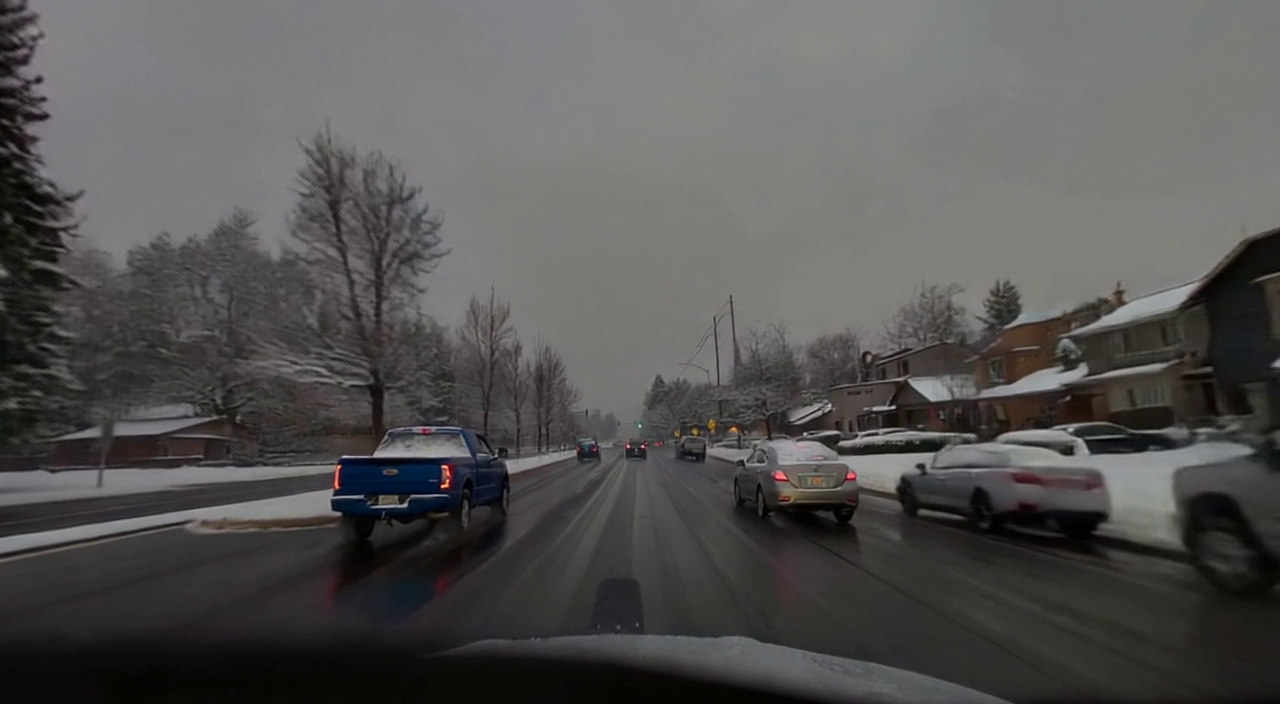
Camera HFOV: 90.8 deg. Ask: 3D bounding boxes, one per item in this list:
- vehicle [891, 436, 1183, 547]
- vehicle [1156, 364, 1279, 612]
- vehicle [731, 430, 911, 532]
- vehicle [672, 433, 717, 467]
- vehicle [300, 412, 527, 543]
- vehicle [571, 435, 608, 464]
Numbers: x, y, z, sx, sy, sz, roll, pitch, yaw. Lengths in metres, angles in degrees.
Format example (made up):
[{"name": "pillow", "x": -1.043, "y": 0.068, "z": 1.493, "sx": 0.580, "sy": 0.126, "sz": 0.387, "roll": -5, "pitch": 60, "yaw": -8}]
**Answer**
[{"name": "vehicle", "x": 6.267, "y": 2.220, "z": 10.841, "sx": 1.940, "sy": 1.445, "sz": 4.629, "roll": -1, "pitch": -9, "yaw": -1}, {"name": "vehicle", "x": 6.315, "y": 0.936, "z": 3.998, "sx": 2.012, "sy": 2.032, "sz": 4.728, "roll": -1, "pitch": -8, "yaw": 0}, {"name": "vehicle", "x": 2.969, "y": 2.204, "z": 11.417, "sx": 1.884, "sy": 1.463, "sz": 4.195, "roll": 0, "pitch": -8, "yaw": -2}, {"name": "vehicle", "x": 3.125, "y": 5.747, "z": 37.147, "sx": 2.099, "sy": 1.845, "sz": 4.363, "roll": 0, "pitch": -8, "yaw": -2}, {"name": "vehicle", "x": -3.547, "y": 2.090, "z": 11.258, "sx": 2.111, "sy": 1.745, "sz": 5.274, "roll": -1, "pitch": -8, "yaw": 0}, {"name": "vehicle", "x": -3.456, "y": 6.750, "z": 43.831, "sx": 2.218, "sy": 1.829, "sz": 4.492, "roll": -1, "pitch": -8, "yaw": 0}]
